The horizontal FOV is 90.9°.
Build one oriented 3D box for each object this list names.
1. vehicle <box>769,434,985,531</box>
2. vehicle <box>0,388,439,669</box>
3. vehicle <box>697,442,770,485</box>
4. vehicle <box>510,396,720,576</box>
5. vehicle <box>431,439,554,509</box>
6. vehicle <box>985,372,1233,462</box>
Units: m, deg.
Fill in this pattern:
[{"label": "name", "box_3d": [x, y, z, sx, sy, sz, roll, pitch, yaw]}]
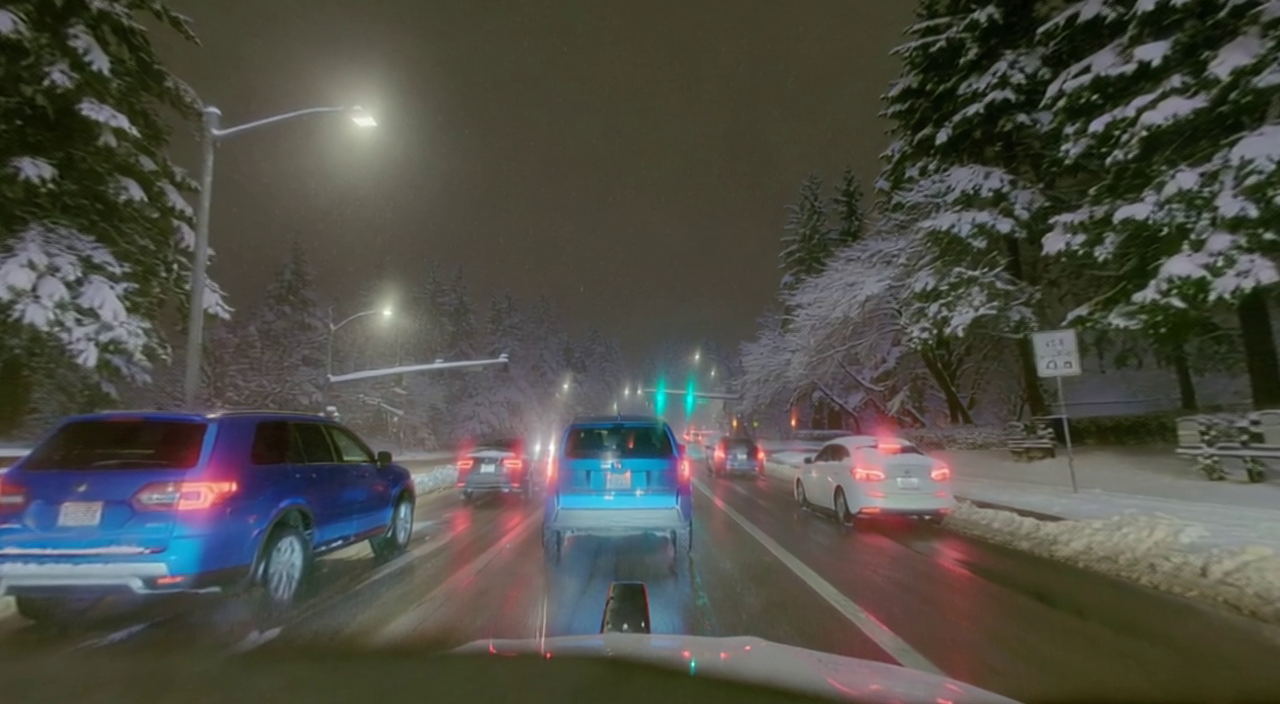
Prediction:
[{"label": "vehicle", "box_3d": [4.216, 2.386, 12.260, 2.036, 1.480, 4.659, 1, -8, -5]}, {"label": "vehicle", "box_3d": [-3.699, 1.393, 6.070, 2.039, 1.709, 4.265, 0, -8, 1]}, {"label": "vehicle", "box_3d": [3.340, 4.058, 23.310, 1.996, 1.443, 4.270, 0, -8, -1]}, {"label": "vehicle", "box_3d": [-0.233, 1.692, 8.716, 2.132, 1.816, 4.471, 0, -8, 1]}, {"label": "vehicle", "box_3d": [-3.425, 2.907, 15.523, 1.897, 1.479, 4.204, 0, -8, 1]}, {"label": "vehicle", "box_3d": [17.857, 2.550, 24.369, 7.314, 3.230, 2.680, 0, -8, -1]}]
